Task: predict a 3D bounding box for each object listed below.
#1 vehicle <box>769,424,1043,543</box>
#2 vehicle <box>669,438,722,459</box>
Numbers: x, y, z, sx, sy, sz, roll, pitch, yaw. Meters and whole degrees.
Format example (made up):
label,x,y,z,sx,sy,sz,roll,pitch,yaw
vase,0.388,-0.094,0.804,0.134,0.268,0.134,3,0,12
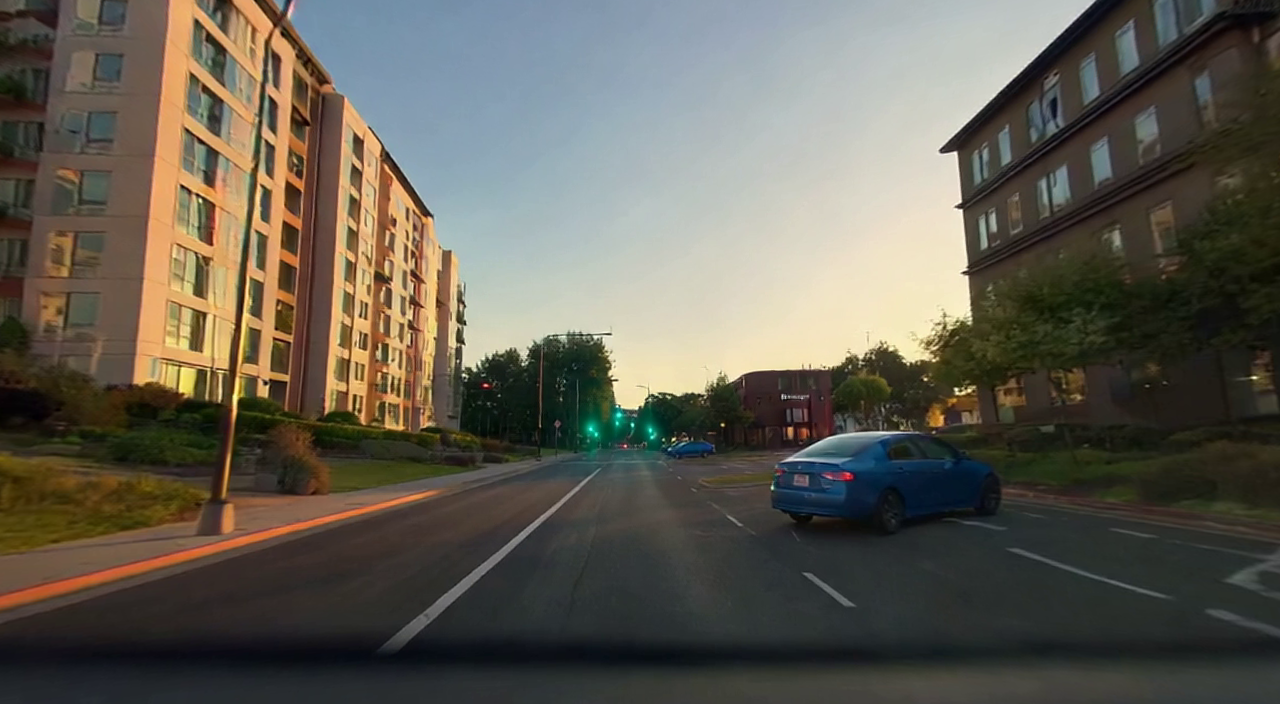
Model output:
label,x,y,z,sx,sy,sz,roll,pitch,yaw
vehicle,4.359,1.929,10.013,4.655,1.460,1.878,6,-10,-37
vehicle,4.394,7.638,49.825,3.844,1.524,1.847,5,-10,-32
